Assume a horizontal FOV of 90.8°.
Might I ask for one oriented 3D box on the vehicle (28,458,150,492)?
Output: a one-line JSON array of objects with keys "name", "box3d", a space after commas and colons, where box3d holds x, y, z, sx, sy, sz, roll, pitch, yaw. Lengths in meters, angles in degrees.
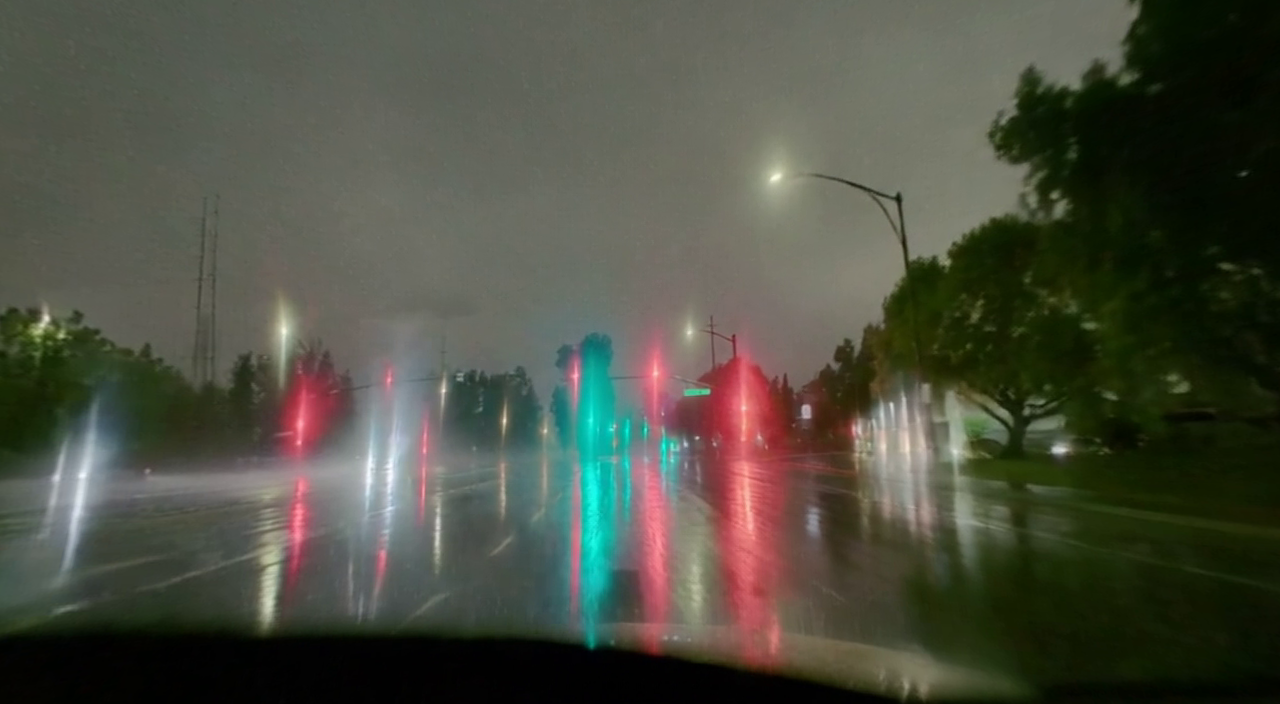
[{"name": "vehicle", "box3d": [-29.160, 6.488, 33.681, 2.089, 1.556, 4.961, 0, -9, -1]}]
